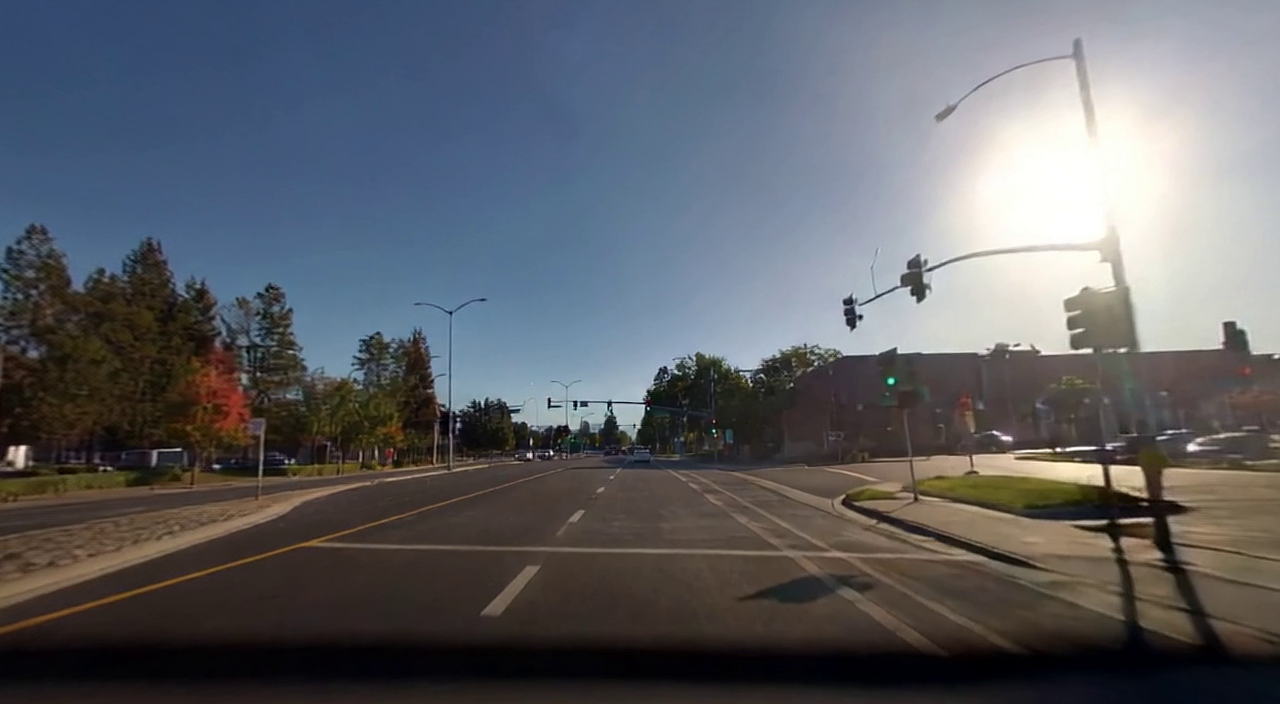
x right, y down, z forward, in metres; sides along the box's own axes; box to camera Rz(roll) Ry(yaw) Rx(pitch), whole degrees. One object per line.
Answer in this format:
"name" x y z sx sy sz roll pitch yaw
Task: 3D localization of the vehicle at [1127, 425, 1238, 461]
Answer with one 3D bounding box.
"vehicle" 31.093 5.290 36.458 1.966 1.767 4.697 -4 -10 -2
